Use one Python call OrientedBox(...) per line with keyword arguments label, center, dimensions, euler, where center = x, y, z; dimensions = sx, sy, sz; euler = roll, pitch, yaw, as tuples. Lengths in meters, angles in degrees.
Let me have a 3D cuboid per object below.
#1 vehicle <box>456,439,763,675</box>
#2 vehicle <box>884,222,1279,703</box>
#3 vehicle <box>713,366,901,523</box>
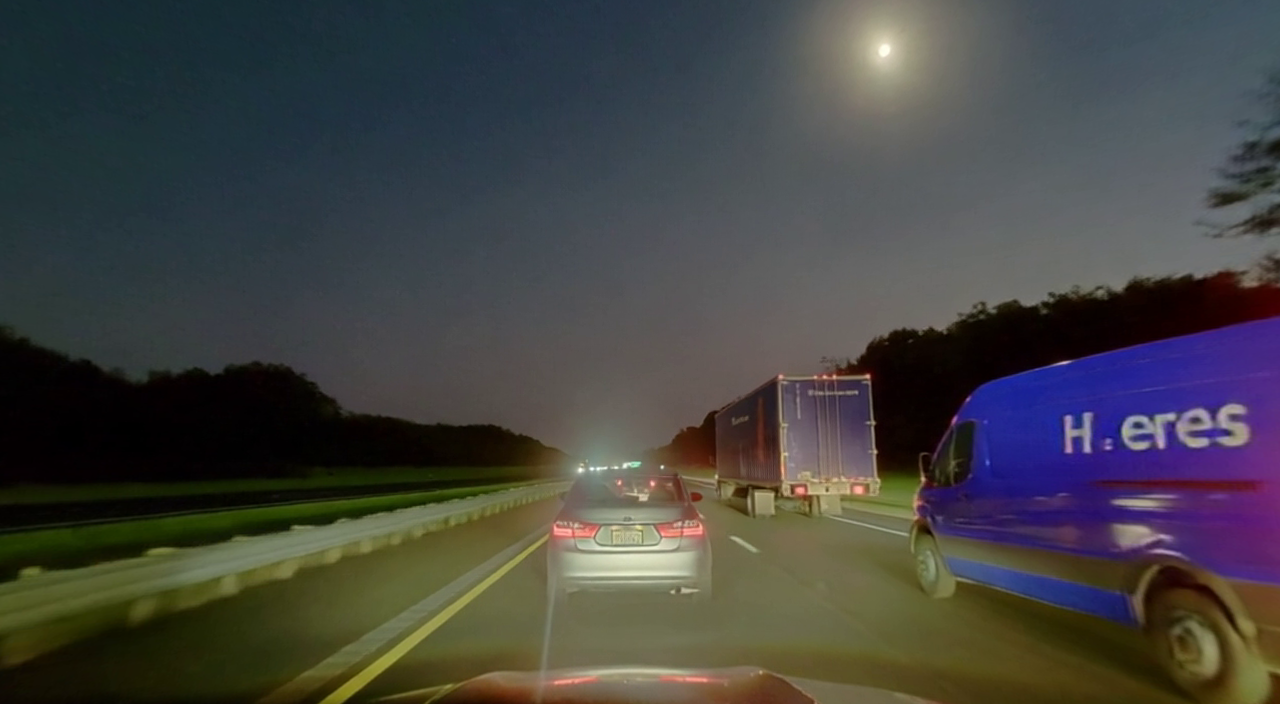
OrientedBox(label="vehicle", center=(-0.245, 1.661, 5.879), dimensions=(1.980, 1.493, 3.410), euler=(1, -11, -2))
OrientedBox(label="vehicle", center=(4.176, 1.068, 4.979), dimensions=(2.328, 2.537, 5.290), euler=(1, -11, 0))
OrientedBox(label="vehicle", center=(4.881, 3.361, 21.713), dimensions=(2.936, 3.972, 11.144), euler=(1, -11, -3))
